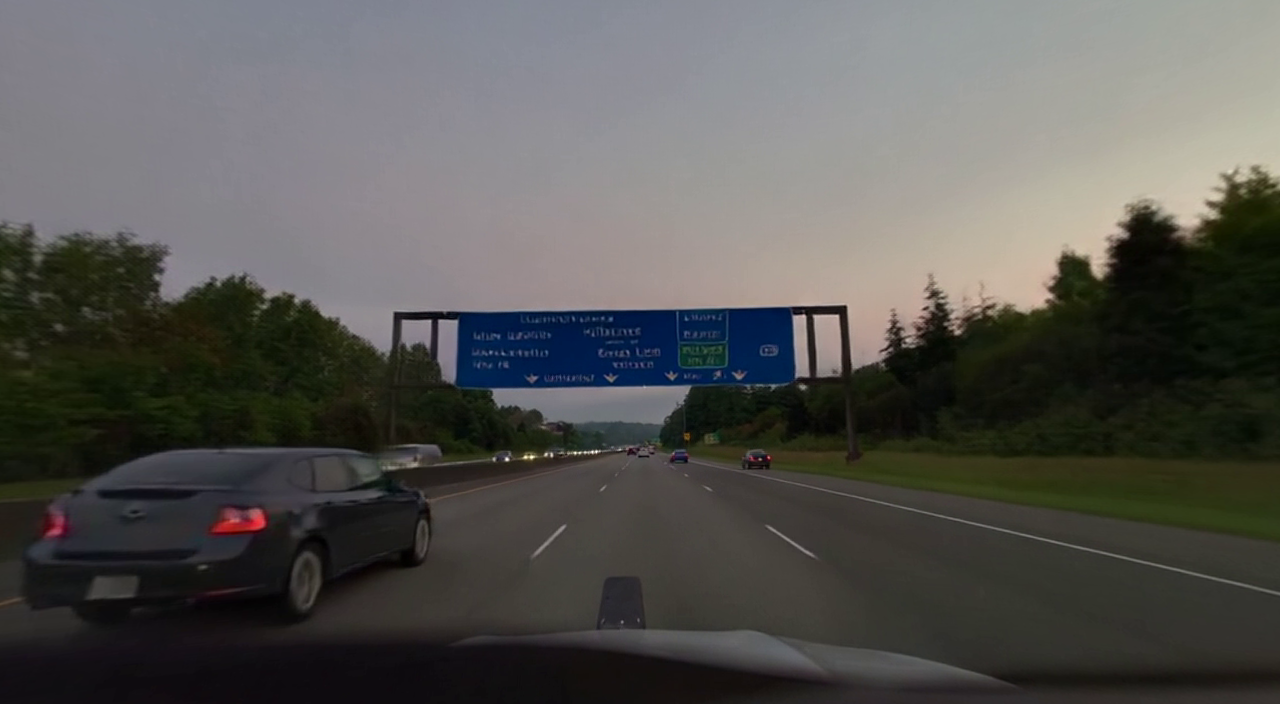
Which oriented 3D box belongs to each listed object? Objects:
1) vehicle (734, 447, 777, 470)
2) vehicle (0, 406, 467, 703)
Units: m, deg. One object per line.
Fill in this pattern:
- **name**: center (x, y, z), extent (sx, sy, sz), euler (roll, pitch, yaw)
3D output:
- **vehicle**: center (7.798, 7.231, 42.909), extent (1.943, 1.493, 4.507), euler (0, -9, -1)
- **vehicle**: center (-3.221, 1.393, 5.427), extent (2.191, 1.563, 4.318), euler (0, -9, 1)
